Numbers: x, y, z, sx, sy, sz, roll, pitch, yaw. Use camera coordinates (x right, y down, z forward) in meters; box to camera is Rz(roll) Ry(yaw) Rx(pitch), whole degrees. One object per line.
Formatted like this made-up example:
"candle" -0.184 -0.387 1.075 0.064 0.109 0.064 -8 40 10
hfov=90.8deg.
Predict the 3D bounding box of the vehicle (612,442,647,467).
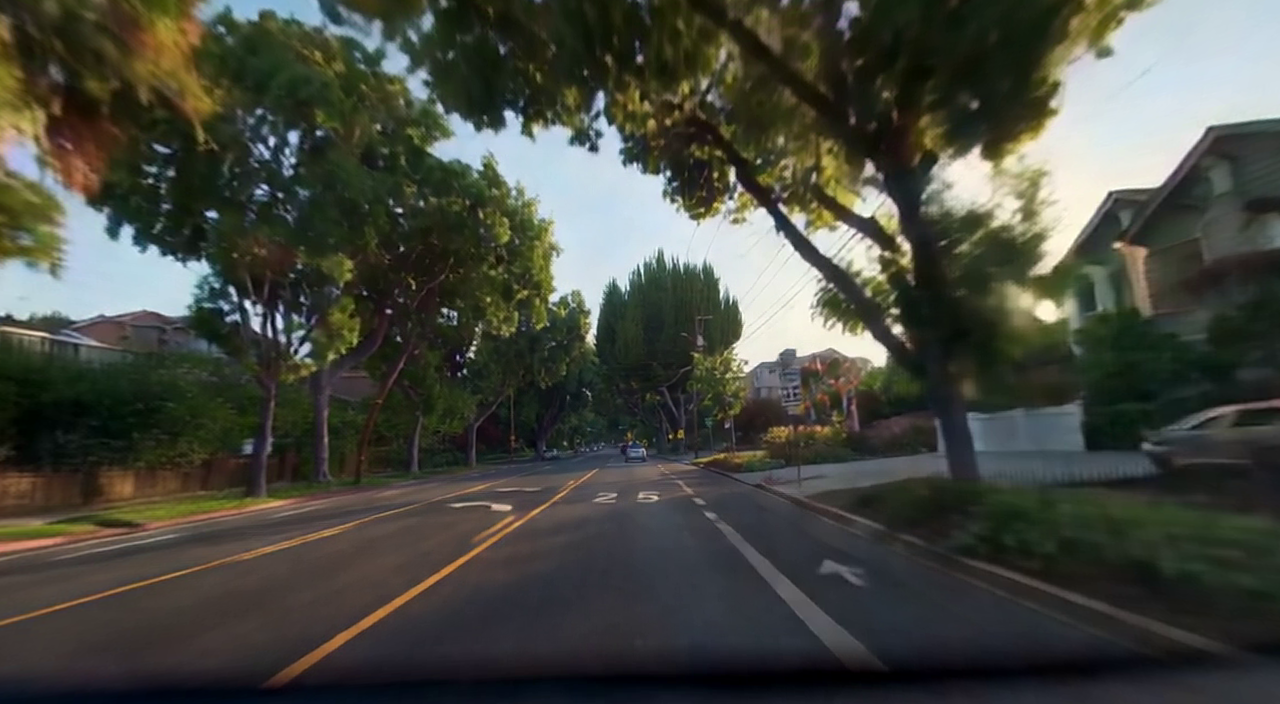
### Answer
"vehicle" -0.678 6.579 40.626 2.104 1.500 3.815 0 -9 -1
